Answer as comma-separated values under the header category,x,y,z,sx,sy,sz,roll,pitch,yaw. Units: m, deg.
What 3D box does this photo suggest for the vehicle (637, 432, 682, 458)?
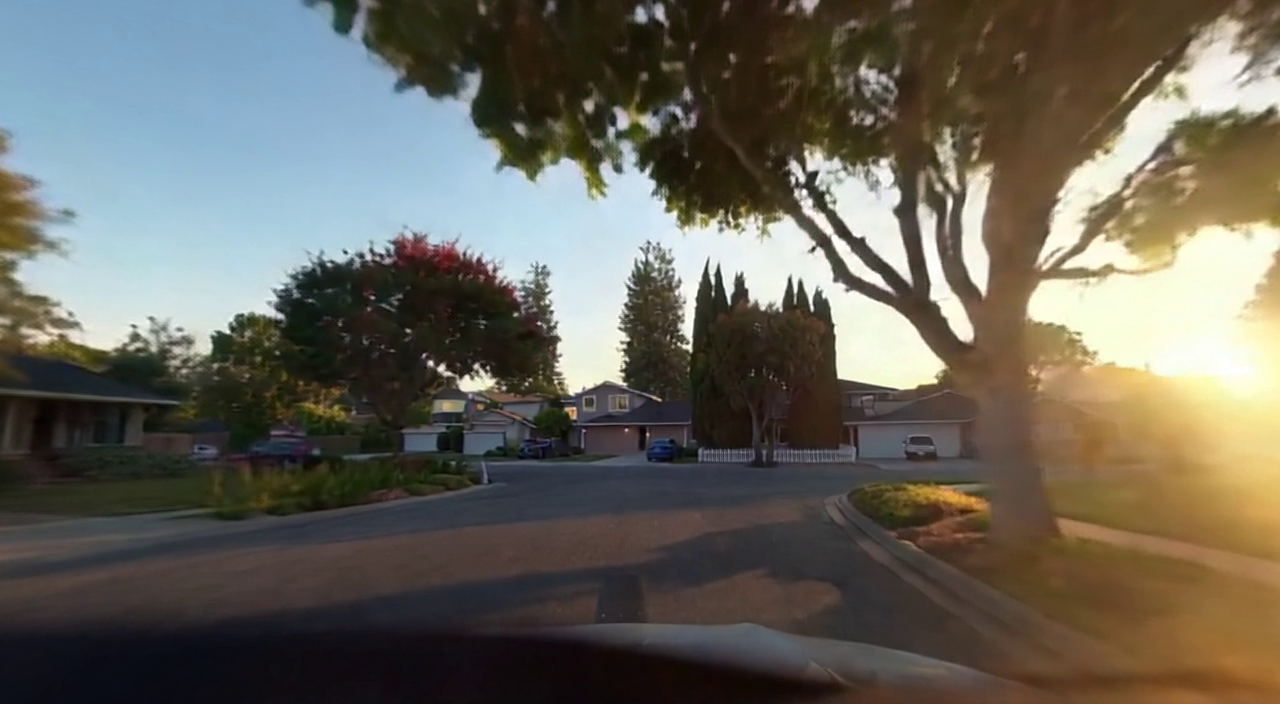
category,x,y,z,sx,sy,sz,roll,pitch,yaw
vehicle,1.401,6.415,43.477,1.942,1.651,4.655,-3,-9,17

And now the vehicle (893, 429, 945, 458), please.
category,x,y,z,sx,sy,sz,roll,pitch,yaw
vehicle,18.011,5.951,40.954,1.937,1.731,4.179,-1,-9,8

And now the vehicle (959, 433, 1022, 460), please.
category,x,y,z,sx,sy,sz,roll,pitch,yaw
vehicle,21.723,5.901,39.304,1.873,1.556,4.216,-1,-9,7

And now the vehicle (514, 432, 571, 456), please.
category,x,y,z,sx,sy,sz,roll,pitch,yaw
vehicle,-7.288,6.957,47.619,1.942,1.700,4.478,-4,-10,27
